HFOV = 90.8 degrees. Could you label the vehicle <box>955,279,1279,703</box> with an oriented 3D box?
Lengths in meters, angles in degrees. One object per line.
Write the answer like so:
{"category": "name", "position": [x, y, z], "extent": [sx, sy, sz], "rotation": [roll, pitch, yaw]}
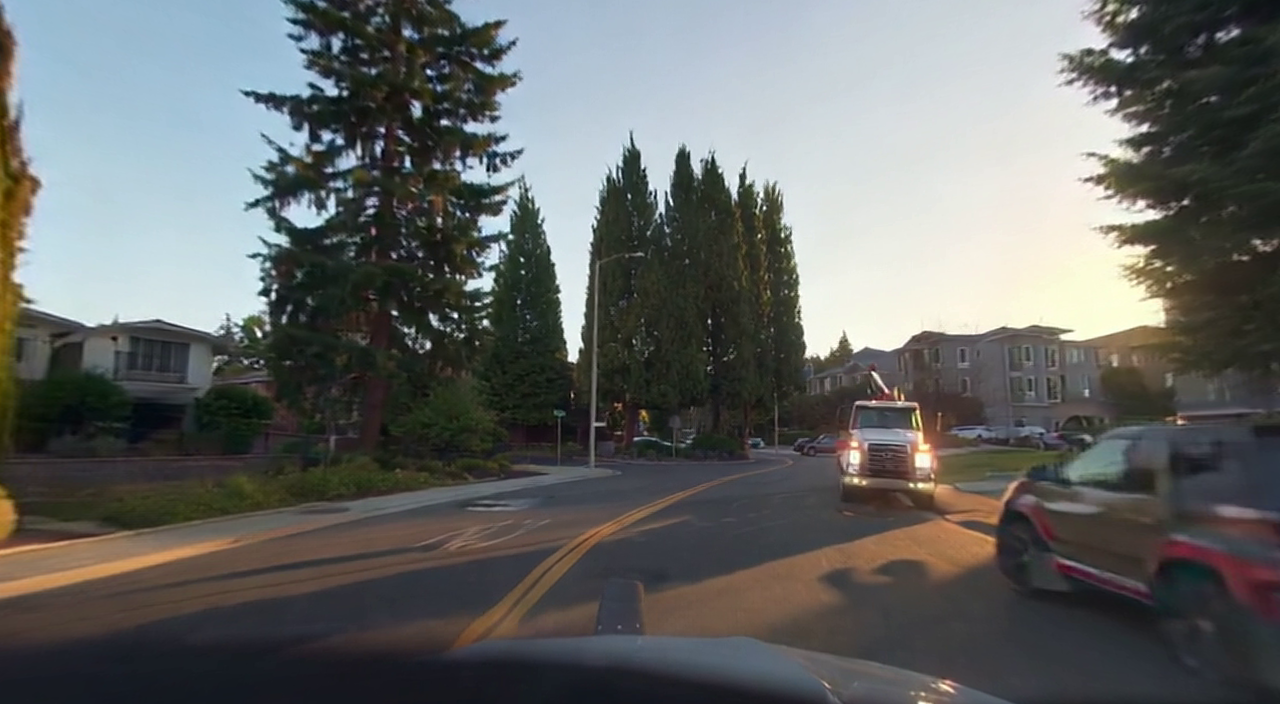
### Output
{"category": "vehicle", "position": [4.059, 0.957, 4.511], "extent": [2.043, 2.250, 3.024], "rotation": [-1, -9, 3]}

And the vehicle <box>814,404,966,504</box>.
{"category": "vehicle", "position": [6.411, 2.681, 16.843], "extent": [2.874, 2.021, 7.293], "rotation": [-4, -9, 18]}
